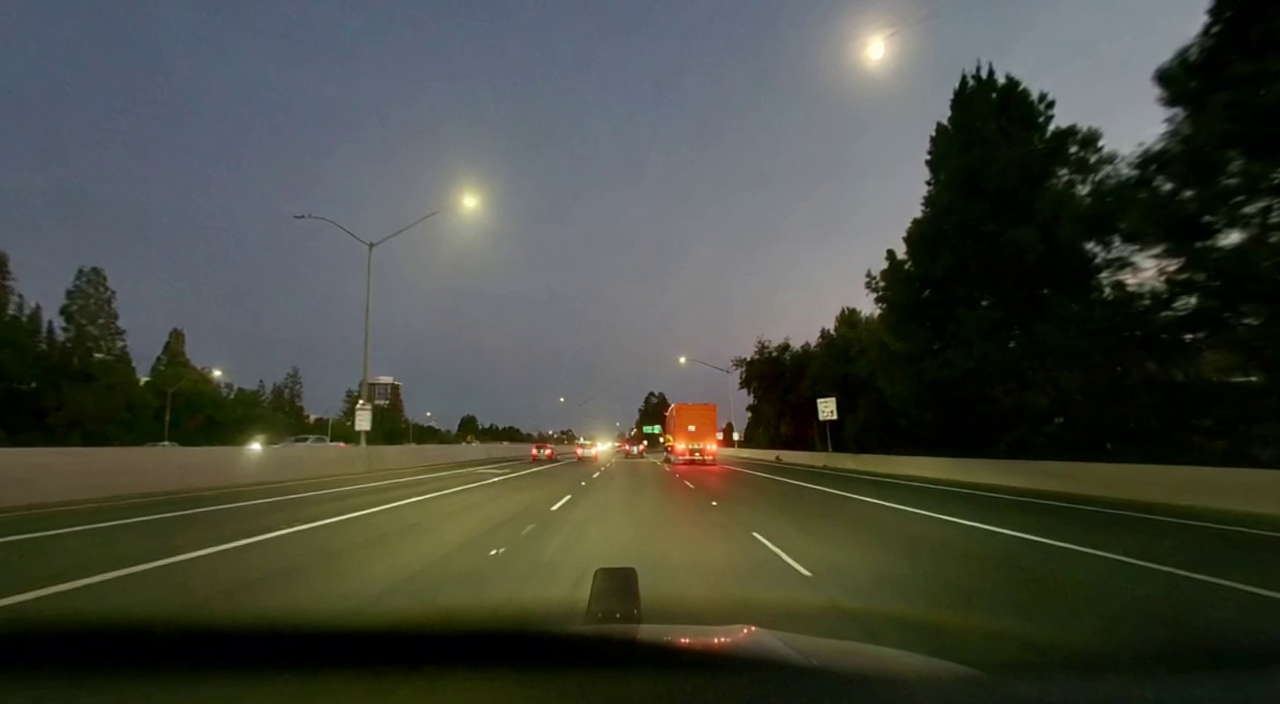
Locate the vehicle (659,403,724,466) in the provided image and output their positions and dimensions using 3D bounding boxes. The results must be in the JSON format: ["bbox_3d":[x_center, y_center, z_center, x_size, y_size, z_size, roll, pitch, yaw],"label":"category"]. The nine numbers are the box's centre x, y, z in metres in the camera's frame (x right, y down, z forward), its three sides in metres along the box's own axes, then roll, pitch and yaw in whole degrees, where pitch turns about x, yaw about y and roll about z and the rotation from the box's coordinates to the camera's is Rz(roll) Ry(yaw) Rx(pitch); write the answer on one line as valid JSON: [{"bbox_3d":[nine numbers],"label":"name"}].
[{"bbox_3d":[3.087,5.515,41.407,2.966,3.586,10.563,0,-9,-2],"label":"vehicle"}]
